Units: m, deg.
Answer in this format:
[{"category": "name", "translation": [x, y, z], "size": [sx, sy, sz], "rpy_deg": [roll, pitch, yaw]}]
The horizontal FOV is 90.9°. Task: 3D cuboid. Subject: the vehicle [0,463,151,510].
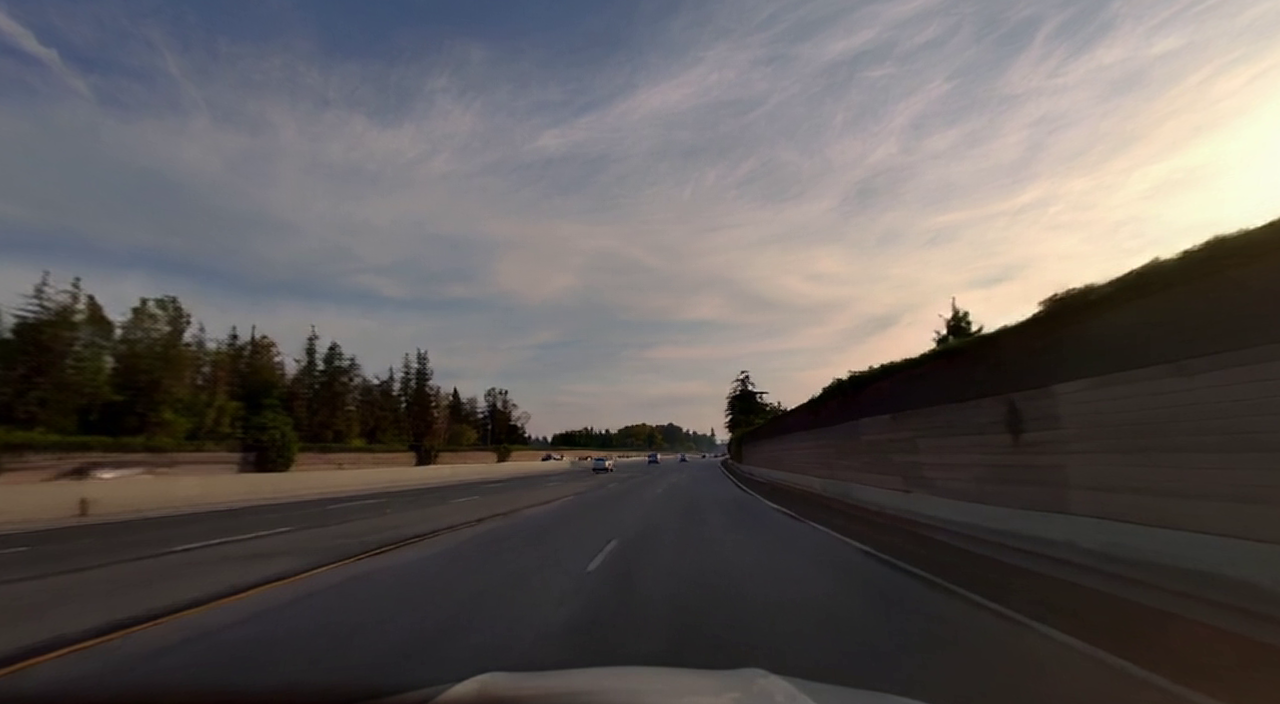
[{"category": "vehicle", "translation": [-18.832, 4.276, 20.415], "size": [1.793, 1.238, 4.760], "rpy_deg": [-2, -9, 7]}]
